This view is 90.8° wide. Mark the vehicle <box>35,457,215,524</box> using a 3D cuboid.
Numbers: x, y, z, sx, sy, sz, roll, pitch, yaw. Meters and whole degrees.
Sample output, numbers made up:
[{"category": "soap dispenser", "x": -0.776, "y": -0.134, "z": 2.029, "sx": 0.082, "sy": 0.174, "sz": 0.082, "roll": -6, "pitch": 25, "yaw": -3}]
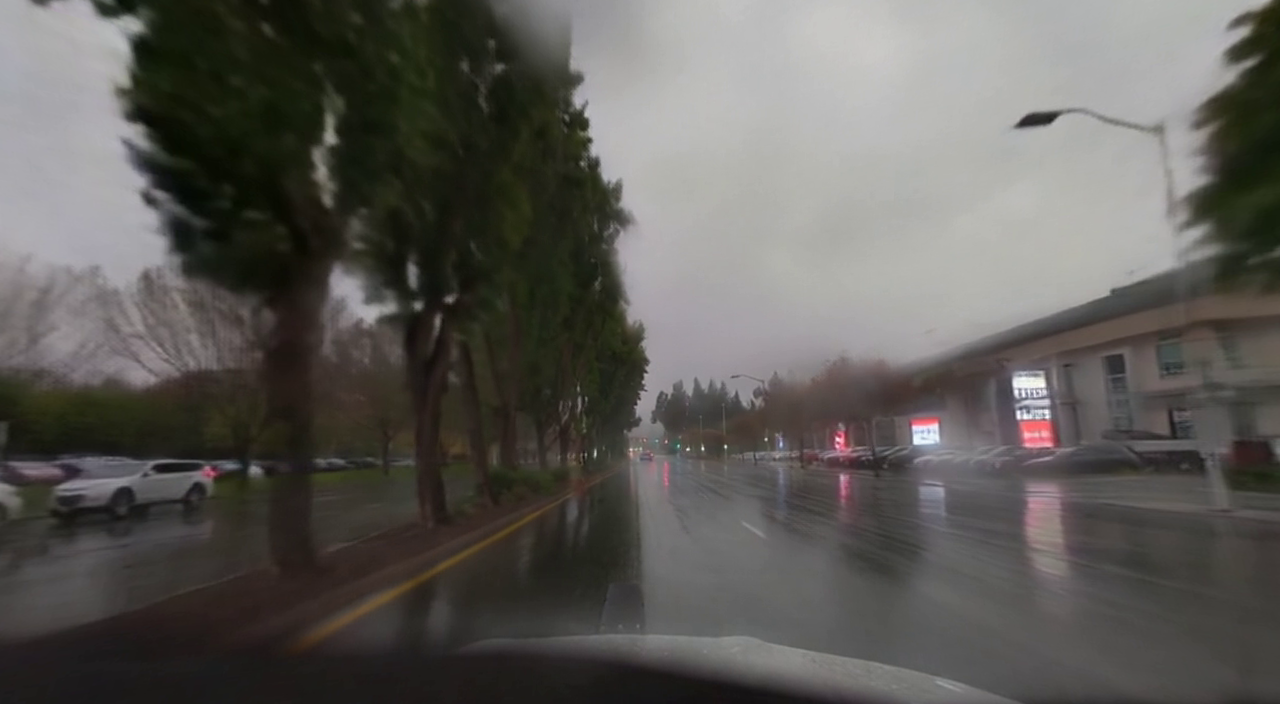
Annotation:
[{"category": "vehicle", "x": -16.886, "y": 4.506, "z": 21.153, "sx": 1.993, "sy": 1.887, "sz": 4.722, "roll": -1, "pitch": -9, "yaw": 0}]
